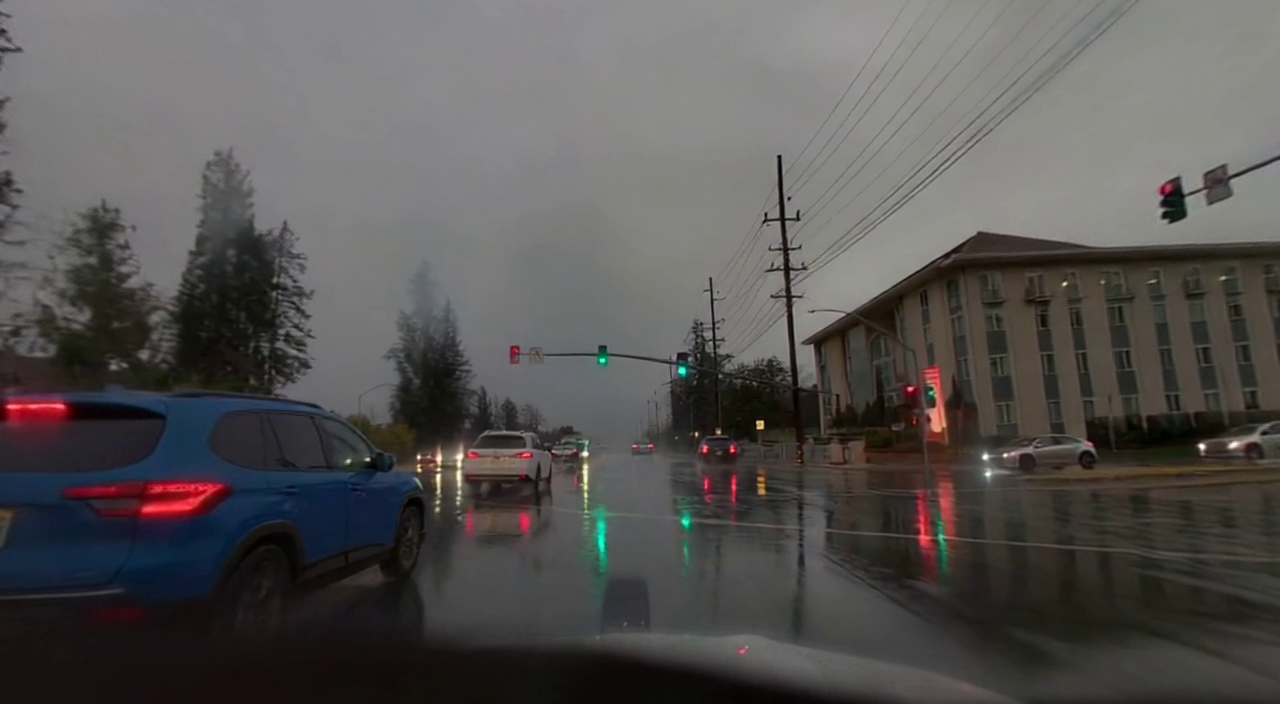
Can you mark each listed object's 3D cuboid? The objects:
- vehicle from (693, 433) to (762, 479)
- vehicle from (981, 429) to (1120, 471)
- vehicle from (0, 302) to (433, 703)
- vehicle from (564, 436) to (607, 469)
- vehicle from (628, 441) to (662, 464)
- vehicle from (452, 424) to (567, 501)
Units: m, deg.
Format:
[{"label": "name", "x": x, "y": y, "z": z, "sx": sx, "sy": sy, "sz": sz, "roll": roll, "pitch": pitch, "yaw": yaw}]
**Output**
[{"label": "vehicle", "x": 3.545, "y": 4.332, "z": 26.425, "sx": 2.201, "sy": 1.734, "sz": 4.564, "roll": 0, "pitch": -8, "yaw": -1}, {"label": "vehicle", "x": 16.332, "y": 3.931, "z": 25.300, "sx": 4.119, "sy": 1.574, "sz": 2.028, "roll": -1, "pitch": -9, "yaw": 8}, {"label": "vehicle", "x": -3.153, "y": 1.017, "z": 4.052, "sx": 2.127, "sy": 1.754, "sz": 4.287, "roll": 0, "pitch": -8, "yaw": 1}, {"label": "vehicle", "x": -2.916, "y": 5.520, "z": 34.643, "sx": 1.900, "sy": 1.677, "sz": 4.128, "roll": 0, "pitch": -8, "yaw": 2}, {"label": "vehicle", "x": 0.370, "y": 6.870, "z": 43.192, "sx": 2.185, "sy": 1.515, "sz": 4.215, "roll": 0, "pitch": -8, "yaw": 1}, {"label": "vehicle", "x": -3.230, "y": 2.842, "z": 16.566, "sx": 1.958, "sy": 1.744, "sz": 4.315, "roll": 0, "pitch": -8, "yaw": 2}]
